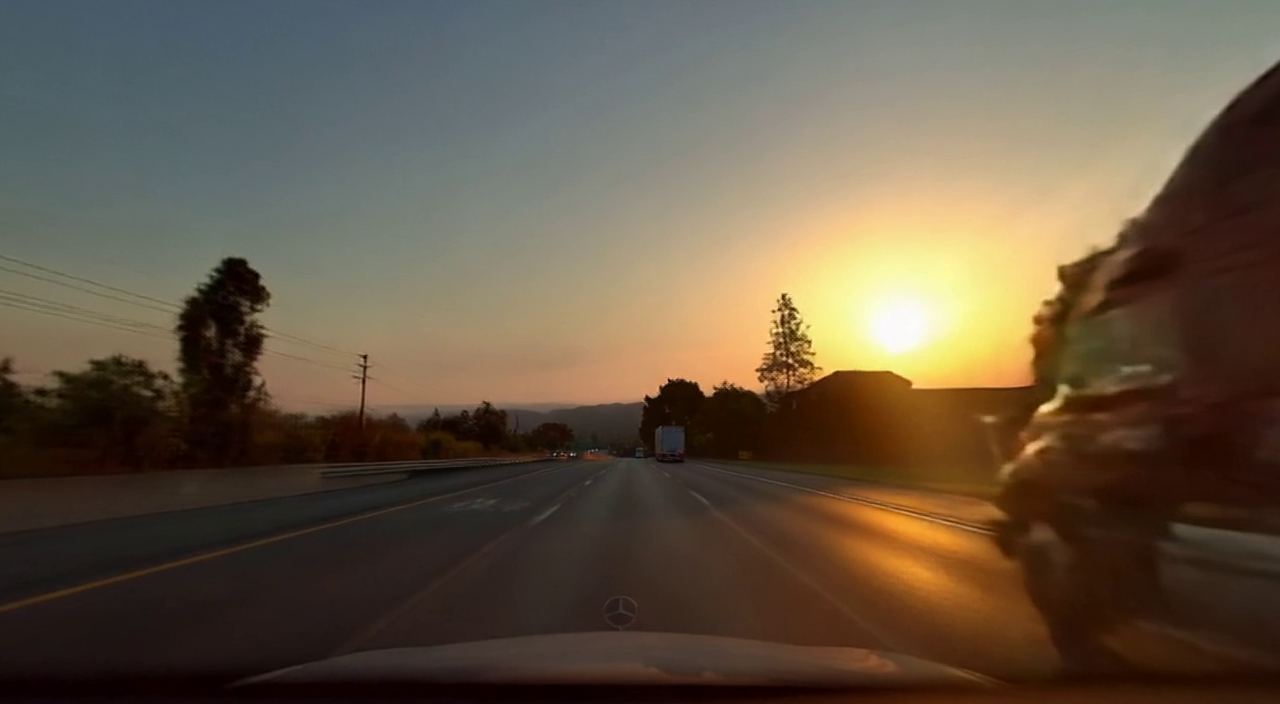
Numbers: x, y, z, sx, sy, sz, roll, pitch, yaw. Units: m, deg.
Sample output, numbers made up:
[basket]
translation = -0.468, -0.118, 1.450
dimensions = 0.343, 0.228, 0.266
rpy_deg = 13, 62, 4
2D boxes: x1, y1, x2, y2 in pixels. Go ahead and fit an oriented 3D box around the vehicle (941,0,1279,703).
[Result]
[vehicle]
translation = 4.068, -0.189, 2.084
dimensions = 3.025, 3.919, 5.829
rpy_deg = 0, -9, -1
